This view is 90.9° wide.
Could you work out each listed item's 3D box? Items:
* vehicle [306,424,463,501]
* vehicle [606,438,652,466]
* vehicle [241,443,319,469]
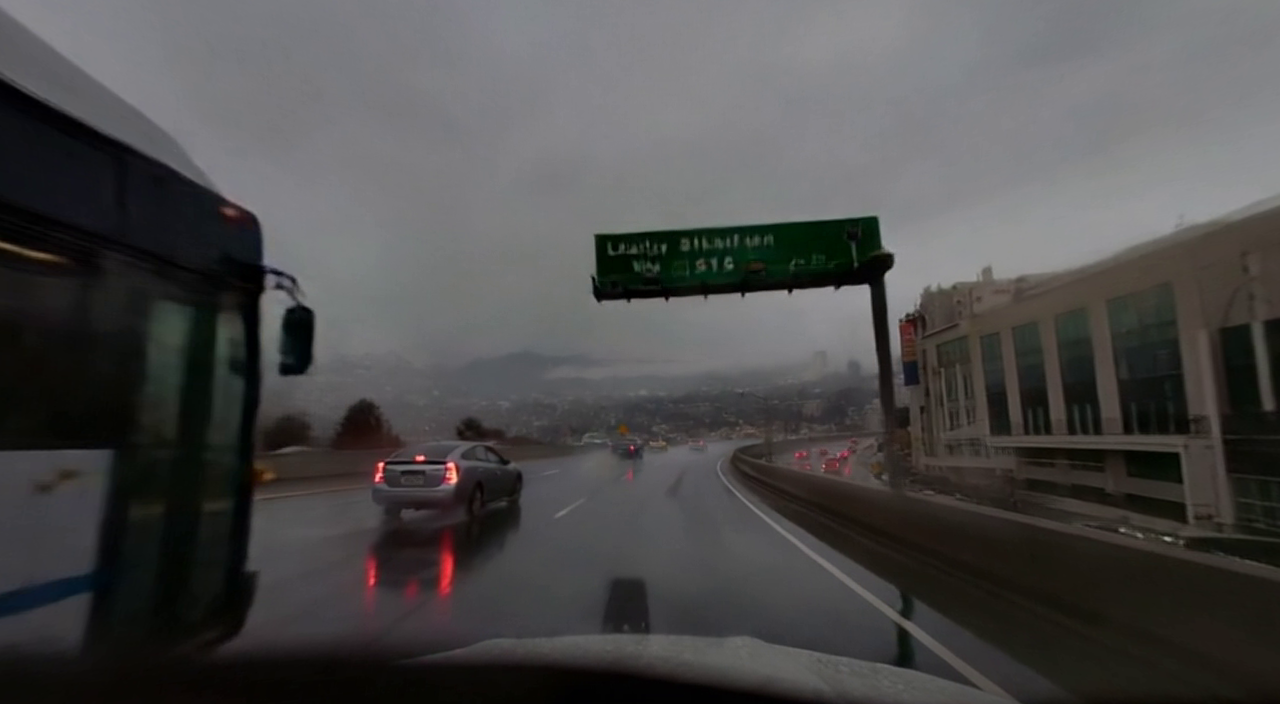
[{"bbox_3d":[-6.317,2.788,16.293,1.993,1.690,4.450,-1,-9,3],"label":"vehicle"},{"bbox_3d":[-0.527,5.558,35.033,1.928,1.455,4.361,-1,-9,8],"label":"vehicle"},{"bbox_3d":[-22.256,6.430,39.200,1.893,1.473,4.346,-2,-9,8],"label":"vehicle"}]
